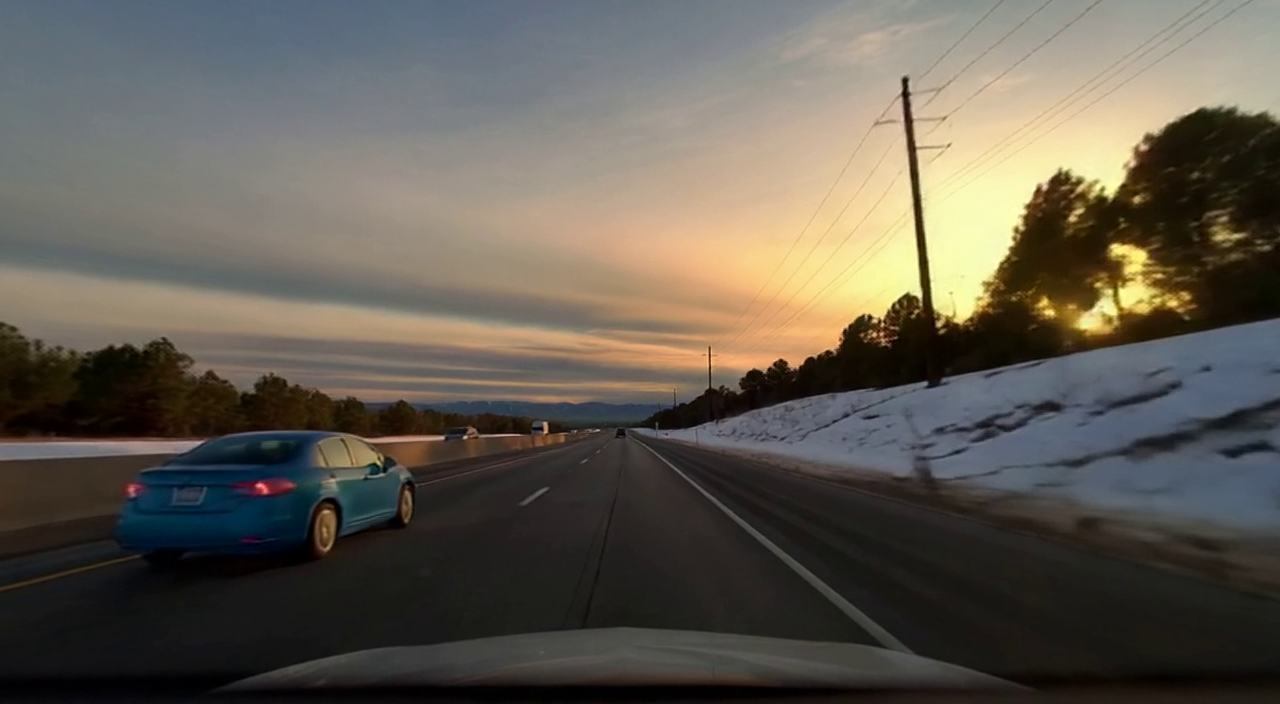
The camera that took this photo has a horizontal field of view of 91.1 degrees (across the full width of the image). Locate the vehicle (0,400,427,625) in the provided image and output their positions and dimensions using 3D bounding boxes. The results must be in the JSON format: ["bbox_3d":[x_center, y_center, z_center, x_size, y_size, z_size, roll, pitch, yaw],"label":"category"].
[{"bbox_3d":[-3.841,1.372,6.366,1.999,1.536,3.969,0,-8,0],"label":"vehicle"}]

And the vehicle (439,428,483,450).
[{"bbox_3d":[-12.807,6.269,45.258,1.904,1.494,4.227,0,-8,0],"label":"vehicle"}]
